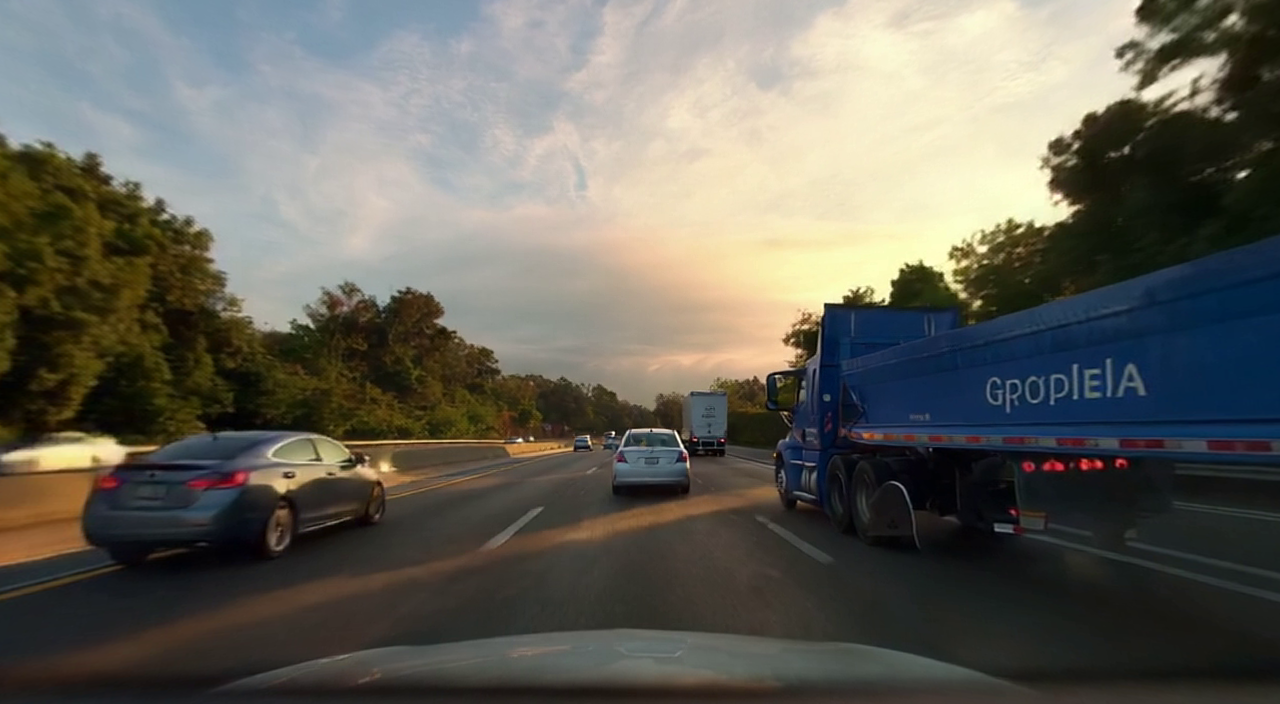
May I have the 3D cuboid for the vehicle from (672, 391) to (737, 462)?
[{"bbox_3d":[4.050,5.166,43.037,2.869,4.067,13.731,0,-8,0],"label":"vehicle"}]

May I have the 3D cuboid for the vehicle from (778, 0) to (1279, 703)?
[{"bbox_3d":[4.186,0.028,5.203,2.816,4.070,14.136,0,-8,0],"label":"vehicle"}]

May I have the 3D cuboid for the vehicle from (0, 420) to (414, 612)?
[{"bbox_3d":[-4.391,1.551,7.084,2.048,1.452,4.430,0,-8,0],"label":"vehicle"}]

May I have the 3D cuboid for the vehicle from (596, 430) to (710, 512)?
[{"bbox_3d":[0.218,2.365,13.059,2.021,1.435,3.611,0,-8,0],"label":"vehicle"}]
